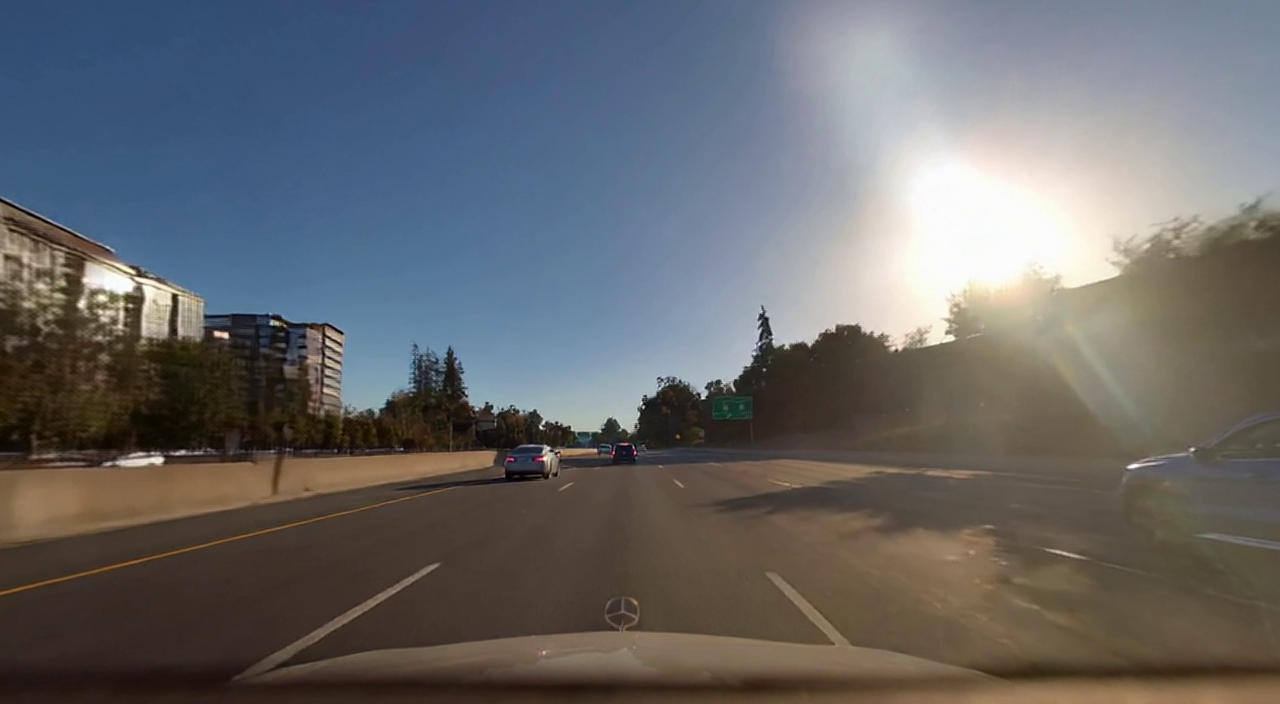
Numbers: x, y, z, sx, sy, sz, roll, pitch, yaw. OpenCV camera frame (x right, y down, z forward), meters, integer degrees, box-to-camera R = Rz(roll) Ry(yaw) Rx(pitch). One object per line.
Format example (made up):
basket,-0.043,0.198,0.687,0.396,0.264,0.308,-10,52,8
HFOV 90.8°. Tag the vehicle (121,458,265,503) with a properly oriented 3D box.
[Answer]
vehicle,-17.739,5.091,25.497,2.012,1.481,5.231,-1,-8,-1

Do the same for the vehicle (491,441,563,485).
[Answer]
vehicle,-4.165,4.165,24.094,1.886,1.465,4.625,-1,-8,0

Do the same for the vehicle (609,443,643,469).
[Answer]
vehicle,-0.853,6.420,39.349,1.997,1.485,4.094,-1,-8,-1

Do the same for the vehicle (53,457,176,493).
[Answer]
vehicle,-32.347,7.558,39.228,2.435,1.928,5.963,-1,-8,0

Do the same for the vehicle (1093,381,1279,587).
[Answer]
vehicle,6.646,1.122,5.361,2.028,1.801,4.741,-1,-8,0
